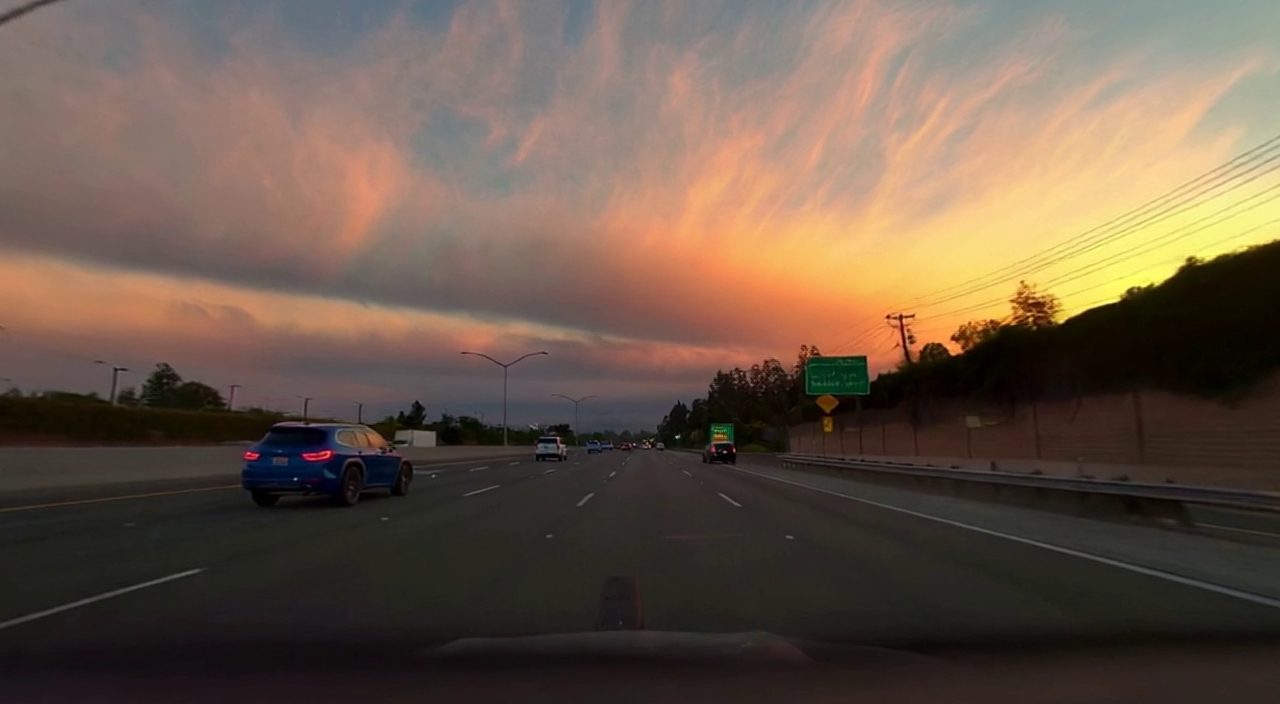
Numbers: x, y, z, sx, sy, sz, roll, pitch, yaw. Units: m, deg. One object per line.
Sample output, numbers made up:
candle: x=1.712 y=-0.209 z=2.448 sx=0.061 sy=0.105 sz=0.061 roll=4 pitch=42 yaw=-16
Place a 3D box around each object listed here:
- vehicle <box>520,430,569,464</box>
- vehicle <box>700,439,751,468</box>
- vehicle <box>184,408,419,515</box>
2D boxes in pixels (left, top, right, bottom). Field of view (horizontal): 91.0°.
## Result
vehicle: x=-5.888 y=5.970 z=39.559 sx=2.255 sy=1.934 sz=4.868 roll=0 pitch=-9 yaw=1
vehicle: x=4.717 y=5.677 z=35.334 sx=2.251 sy=1.520 sz=4.550 roll=0 pitch=-9 yaw=0
vehicle: x=-6.293 y=2.118 z=12.521 sx=2.058 sy=1.698 sz=4.567 roll=0 pitch=-9 yaw=1
